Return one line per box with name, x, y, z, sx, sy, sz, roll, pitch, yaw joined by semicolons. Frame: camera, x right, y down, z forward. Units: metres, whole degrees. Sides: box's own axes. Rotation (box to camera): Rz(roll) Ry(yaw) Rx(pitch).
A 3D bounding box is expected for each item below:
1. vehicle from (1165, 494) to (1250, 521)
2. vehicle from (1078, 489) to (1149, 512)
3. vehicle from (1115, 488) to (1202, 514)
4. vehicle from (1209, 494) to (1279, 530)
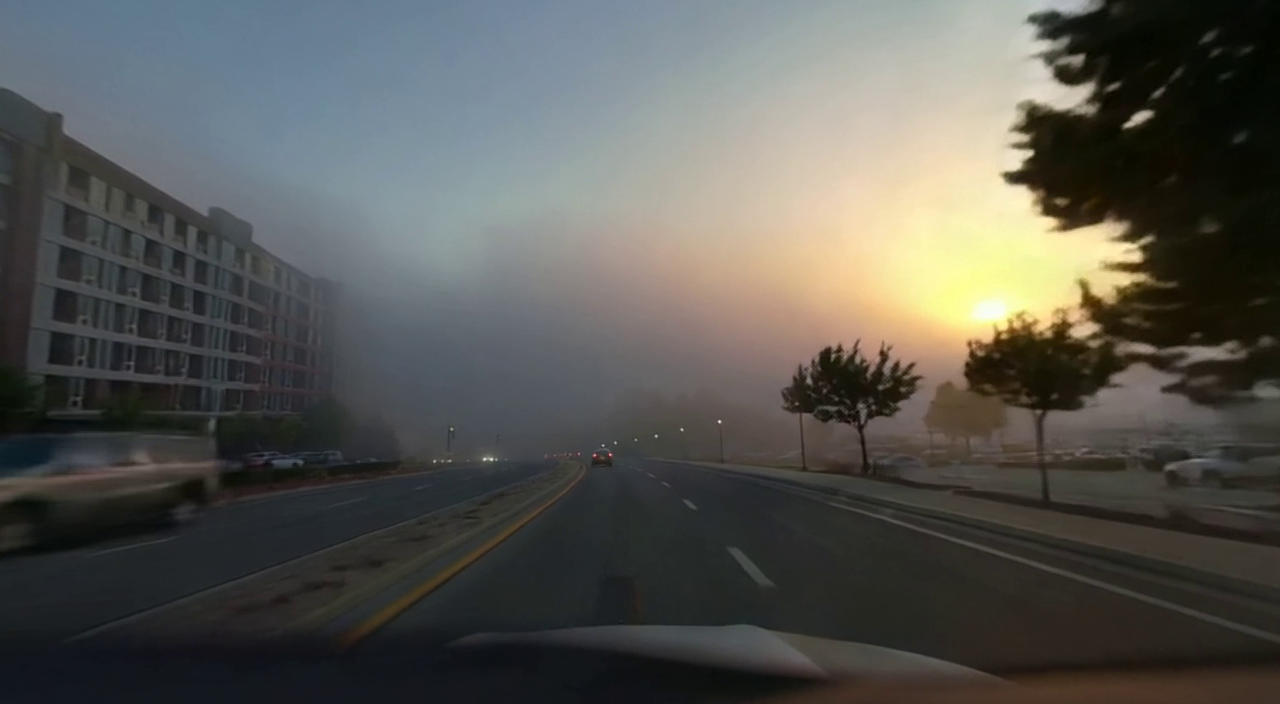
vehicle;34.741;9.521;38.732;3.528;1.442;1.620;0;-8;1
vehicle;35.208;11.044;47.070;3.738;1.499;1.843;0;-9;4
vehicle;34.198;9.818;41.764;3.968;1.517;1.867;0;-10;5
vehicle;33.768;8.490;33.574;4.822;1.656;2.035;0;-9;5
